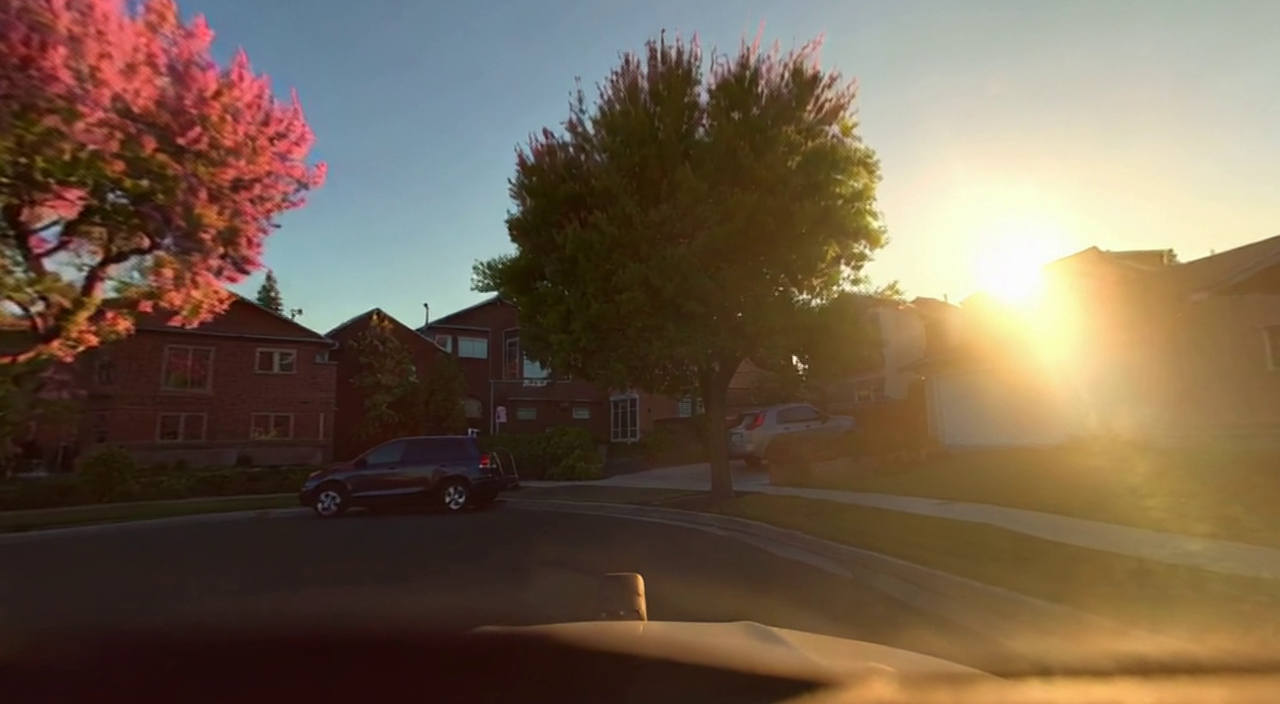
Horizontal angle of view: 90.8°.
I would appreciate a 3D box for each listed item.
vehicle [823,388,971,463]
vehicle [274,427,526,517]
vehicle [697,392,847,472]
[{"bbox_3d":[7.253,1.968,17.606,2.152,1.773,4.495,-9,-8,44],"label":"vehicle"},{"bbox_3d":[-5.282,2.670,14.352,4.815,1.827,2.147,-1,-9,7],"label":"vehicle"},{"bbox_3d":[3.885,2.240,18.112,2.310,1.701,4.280,-10,-6,39],"label":"vehicle"}]
